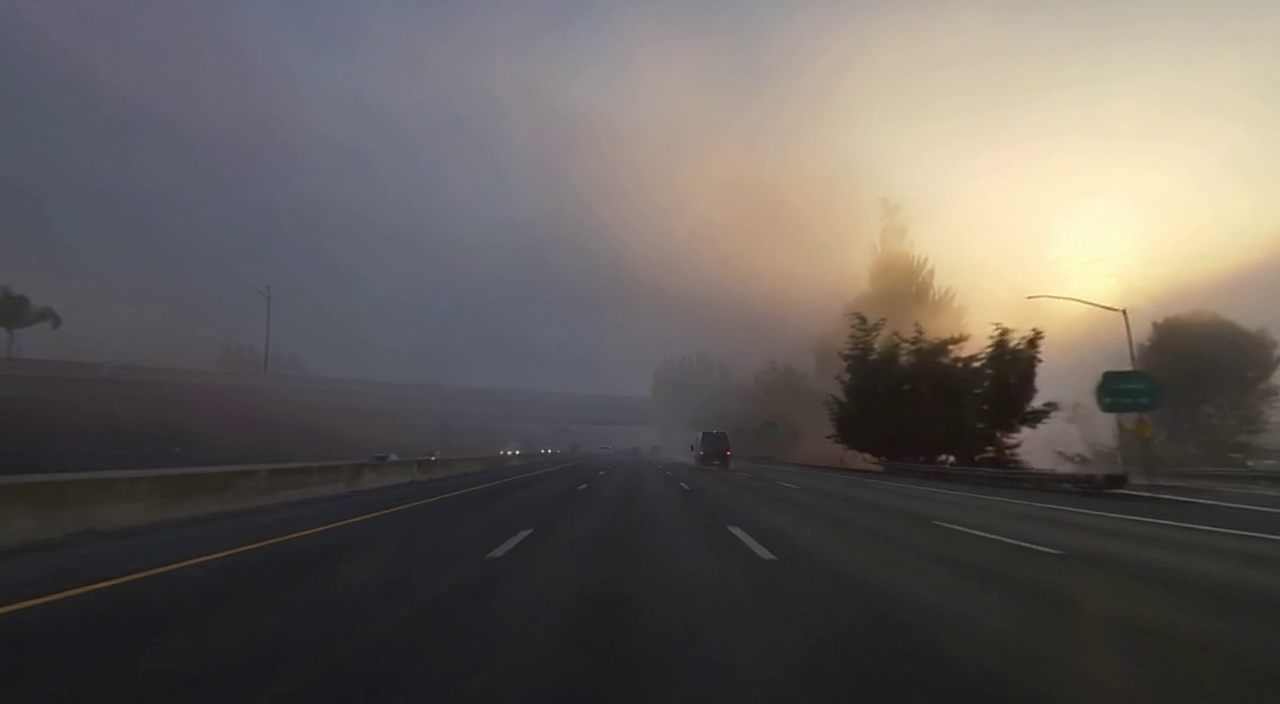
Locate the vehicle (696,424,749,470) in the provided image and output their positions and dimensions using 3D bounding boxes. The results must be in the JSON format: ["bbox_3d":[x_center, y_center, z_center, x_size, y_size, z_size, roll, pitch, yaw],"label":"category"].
[{"bbox_3d":[5.034,5.968,39.591,2.576,2.670,5.494,0,-9,0],"label":"vehicle"}]

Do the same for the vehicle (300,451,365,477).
[{"bbox_3d":[-19.447,7.084,40.169,1.960,1.504,4.199,0,-9,0],"label":"vehicle"}]
